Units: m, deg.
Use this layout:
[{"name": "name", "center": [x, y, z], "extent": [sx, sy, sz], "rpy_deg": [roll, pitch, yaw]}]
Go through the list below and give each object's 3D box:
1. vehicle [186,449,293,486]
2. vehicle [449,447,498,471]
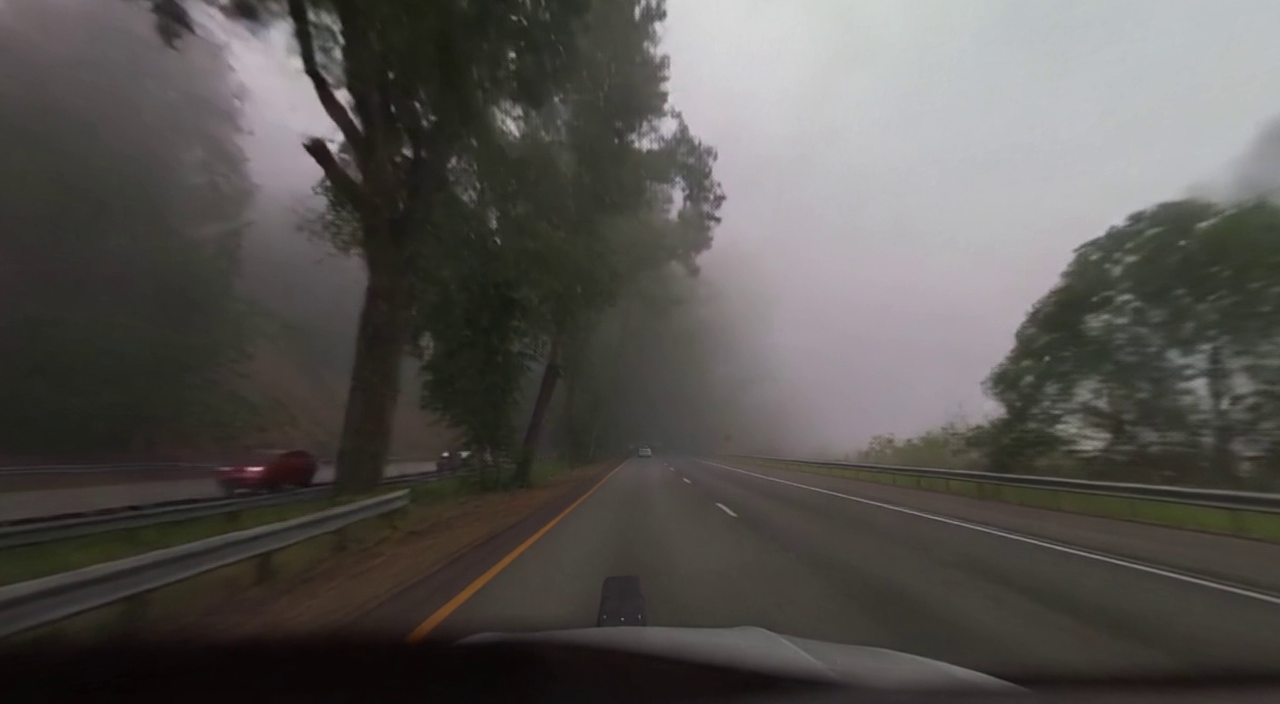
[{"name": "vehicle", "center": [-16.899, 4.871, 26.840], "extent": [1.872, 1.465, 3.915], "rpy_deg": [0, -9, 1]}, {"name": "vehicle", "center": [-11.230, 7.235, 42.827], "extent": [1.997, 1.549, 4.691], "rpy_deg": [0, -9, 1]}]
